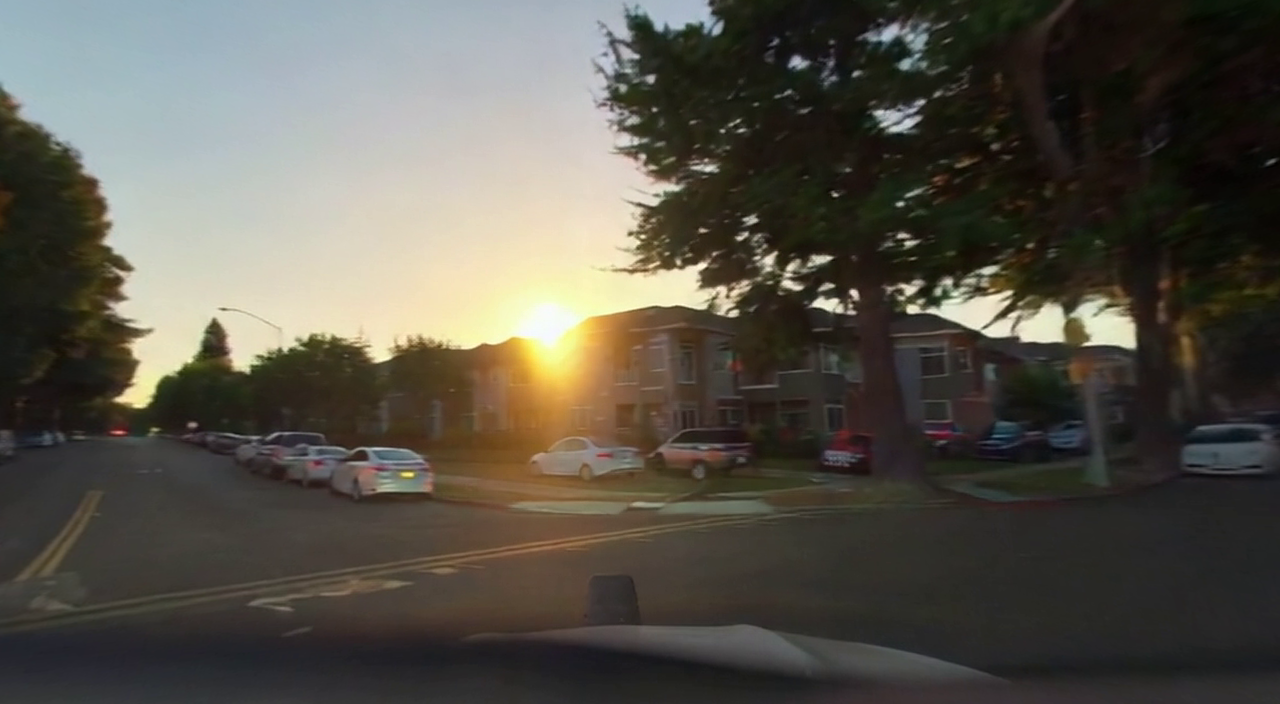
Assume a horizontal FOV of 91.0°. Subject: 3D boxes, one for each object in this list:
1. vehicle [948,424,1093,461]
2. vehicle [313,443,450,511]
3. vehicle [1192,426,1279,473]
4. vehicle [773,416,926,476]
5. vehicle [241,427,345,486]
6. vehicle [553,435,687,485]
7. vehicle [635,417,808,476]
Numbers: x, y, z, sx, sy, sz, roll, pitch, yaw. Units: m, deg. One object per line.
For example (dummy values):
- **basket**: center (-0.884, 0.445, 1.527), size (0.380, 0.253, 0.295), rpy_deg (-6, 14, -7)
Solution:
- **vehicle**: center (16.574, 3.996, 27.697), size (1.802, 1.480, 5.079), rpy_deg (6, -10, -39)
- **vehicle**: center (-6.693, 3.037, 15.971), size (1.977, 1.410, 4.744), rpy_deg (6, -10, -37)
- **vehicle**: center (20.804, 3.315, 21.626), size (4.076, 1.454, 2.009), rpy_deg (7, -11, -39)
- **vehicle**: center (6.202, 2.745, 18.461), size (4.413, 1.549, 1.918), rpy_deg (5, -10, -34)
- **vehicle**: center (-13.698, 4.023, 24.631), size (2.365, 1.970, 6.011), rpy_deg (6, -11, -39)
- **vehicle**: center (-0.573, 3.373, 20.012), size (3.821, 1.417, 2.061), rpy_deg (7, -11, -41)
- **vehicle**: center (2.566, 2.814, 18.906), size (5.312, 1.533, 2.104), rpy_deg (7, -11, -40)
